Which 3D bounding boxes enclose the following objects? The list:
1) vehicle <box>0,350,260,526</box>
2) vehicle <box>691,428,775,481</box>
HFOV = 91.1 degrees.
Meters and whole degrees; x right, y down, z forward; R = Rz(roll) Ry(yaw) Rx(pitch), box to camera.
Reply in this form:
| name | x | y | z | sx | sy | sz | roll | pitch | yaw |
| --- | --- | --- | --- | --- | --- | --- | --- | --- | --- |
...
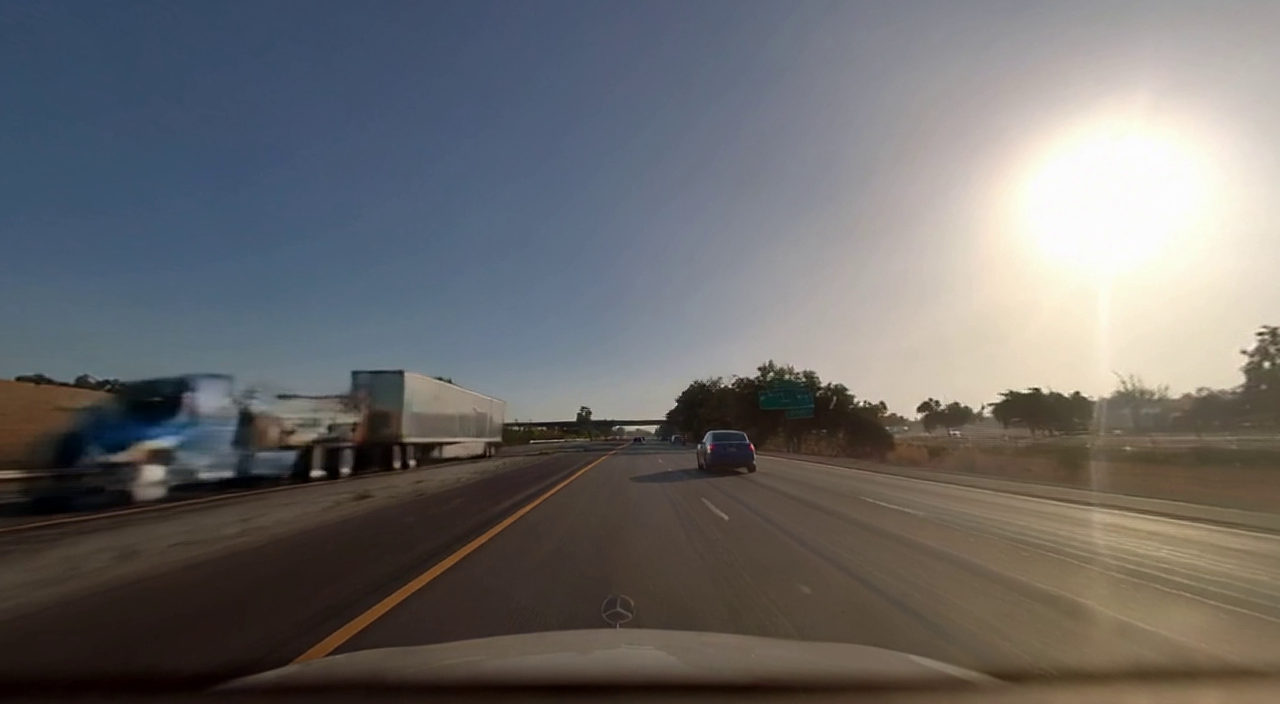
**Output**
| name | x | y | z | sx | sy | sz | roll | pitch | yaw |
| --- | --- | --- | --- | --- | --- | --- | --- | --- | --- |
| vehicle | -12.097 | 1.909 | 14.092 | 2.724 | 2.955 | 6.969 | 0 | -8 | 0 |
| vehicle | 2.967 | 3.375 | 21.125 | 2.084 | 1.583 | 4.420 | 0 | -8 | -1 |
